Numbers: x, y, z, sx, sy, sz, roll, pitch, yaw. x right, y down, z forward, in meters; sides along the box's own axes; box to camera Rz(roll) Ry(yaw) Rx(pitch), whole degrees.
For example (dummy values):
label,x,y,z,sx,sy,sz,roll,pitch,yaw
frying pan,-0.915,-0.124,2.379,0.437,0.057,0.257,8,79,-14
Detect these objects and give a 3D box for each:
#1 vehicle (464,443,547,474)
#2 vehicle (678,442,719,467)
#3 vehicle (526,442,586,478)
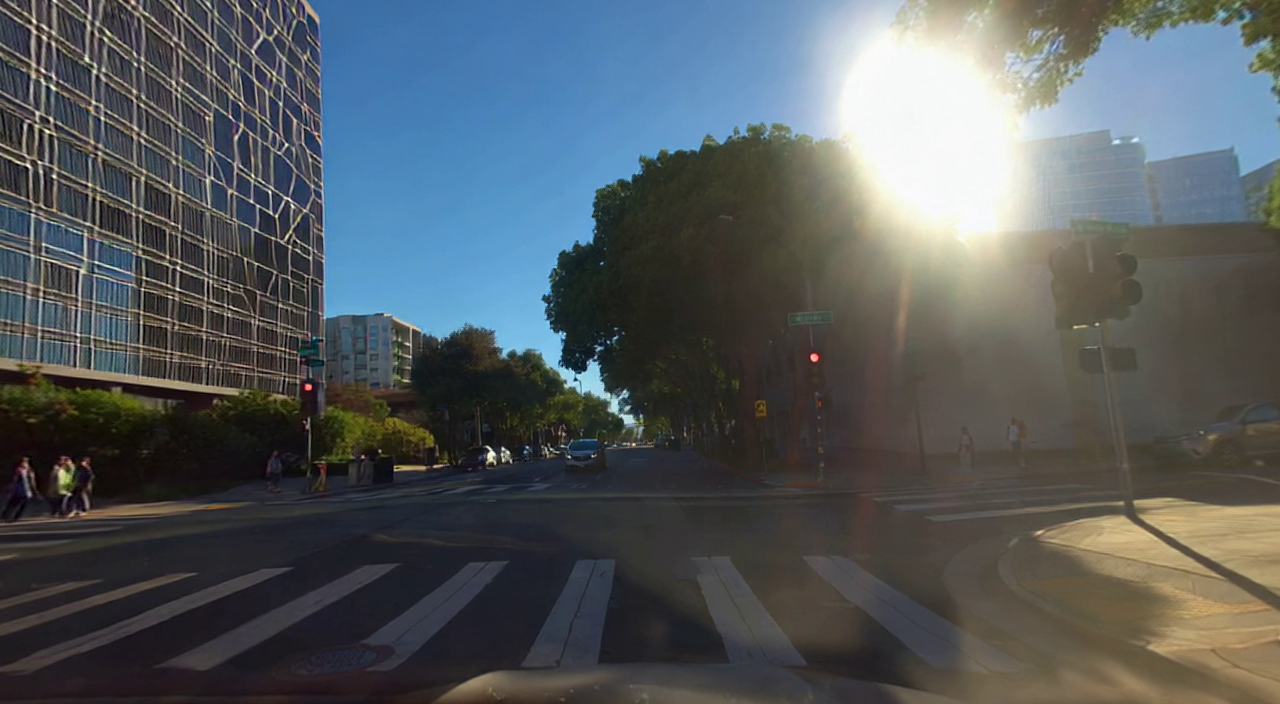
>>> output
label,x,y,z,sx,sy,sz,roll,pitch,yaw
vehicle,-8.033,6.369,38.009,1.963,1.726,4.526,-8,-12,44
vehicle,3.536,6.282,38.862,1.853,1.426,4.160,1,-8,-3
vehicle,-3.673,4.816,28.462,1.989,1.481,4.500,0,-8,1
